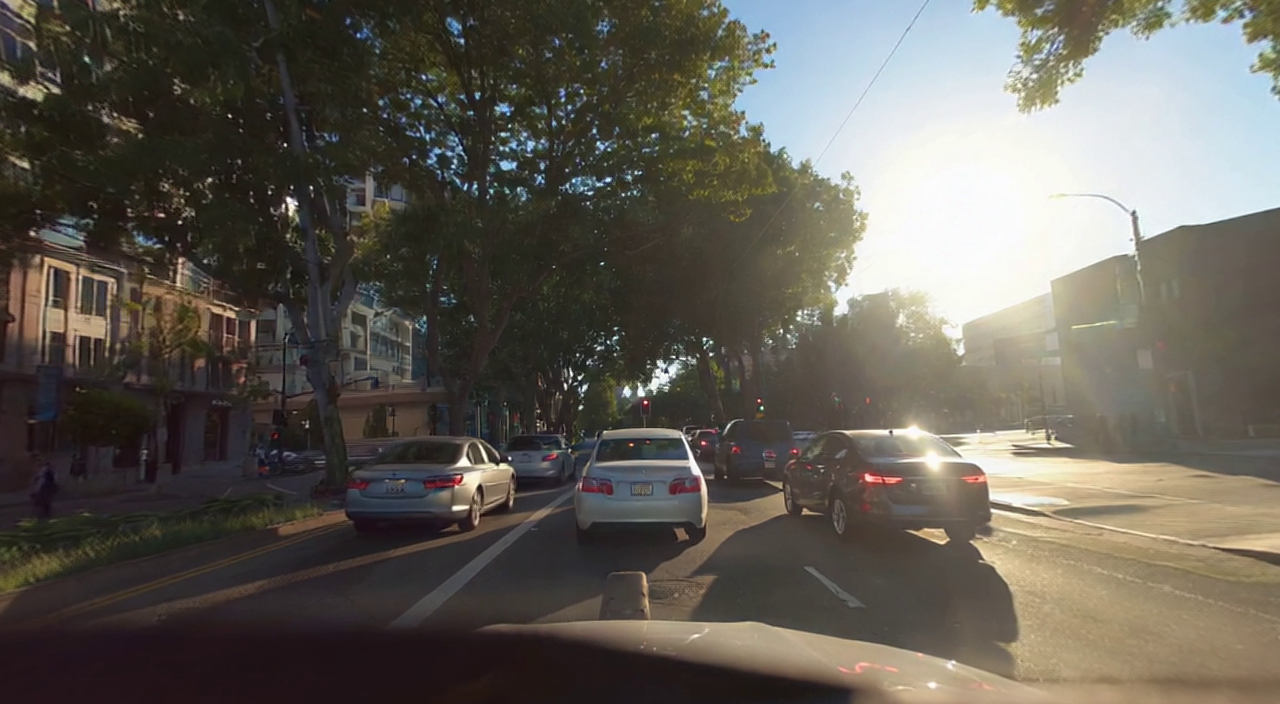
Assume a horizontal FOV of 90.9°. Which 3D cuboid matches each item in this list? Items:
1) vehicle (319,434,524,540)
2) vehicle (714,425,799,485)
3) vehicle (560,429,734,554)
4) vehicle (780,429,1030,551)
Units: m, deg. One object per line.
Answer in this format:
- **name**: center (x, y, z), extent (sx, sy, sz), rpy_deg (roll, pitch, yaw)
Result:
- **vehicle**: center (-3.441, 2.194, 10.920), extent (2.002, 1.465, 4.098), rpy_deg (0, -8, 1)
- **vehicle**: center (4.179, 3.830, 23.637), extent (2.142, 1.957, 5.443), rpy_deg (0, -8, 0)
- **vehicle**: center (0.049, 1.985, 9.674), extent (2.101, 1.480, 3.929), rpy_deg (0, -8, -1)
- **vehicle**: center (3.786, 2.037, 10.069), extent (1.990, 1.486, 4.431), rpy_deg (0, -8, -1)
